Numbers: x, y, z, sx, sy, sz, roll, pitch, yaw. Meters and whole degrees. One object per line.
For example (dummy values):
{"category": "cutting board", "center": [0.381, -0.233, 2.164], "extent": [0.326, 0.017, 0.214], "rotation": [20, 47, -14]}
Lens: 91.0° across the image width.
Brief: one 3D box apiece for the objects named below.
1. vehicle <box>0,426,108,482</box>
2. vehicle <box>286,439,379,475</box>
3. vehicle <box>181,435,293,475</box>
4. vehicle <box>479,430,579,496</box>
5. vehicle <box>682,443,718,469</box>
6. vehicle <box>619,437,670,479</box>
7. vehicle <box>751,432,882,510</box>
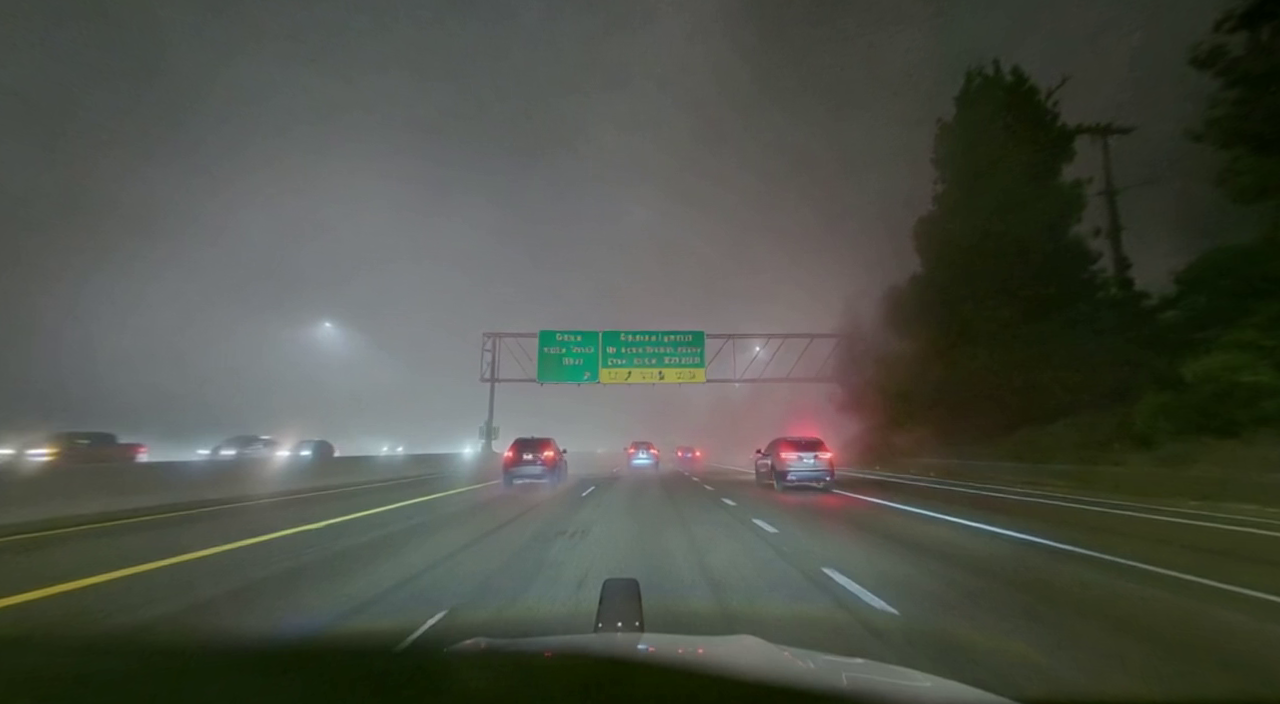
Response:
{"category": "vehicle", "center": [-22.030, 3.644, 22.562], "extent": [1.993, 1.812, 4.418], "rotation": [0, -9, 0]}
{"category": "vehicle", "center": [-13.937, 4.784, 28.893], "extent": [1.947, 1.508, 4.478], "rotation": [0, -9, 1]}
{"category": "vehicle", "center": [-18.000, 4.620, 28.412], "extent": [2.050, 1.656, 4.475], "rotation": [0, -9, 0]}
{"category": "vehicle", "center": [-3.284, 3.421, 19.745], "extent": [2.199, 1.777, 4.790], "rotation": [0, -9, 1]}
{"category": "vehicle", "center": [4.177, 7.321, 44.555], "extent": [2.022, 1.682, 4.226], "rotation": [1, -9, -1]}
{"category": "vehicle", "center": [0.189, 4.836, 28.900], "extent": [2.181, 1.728, 3.970], "rotation": [0, -9, 0]}
{"category": "vehicle", "center": [4.277, 2.963, 16.197], "extent": [2.041, 1.669, 4.712], "rotation": [0, -9, 1]}
